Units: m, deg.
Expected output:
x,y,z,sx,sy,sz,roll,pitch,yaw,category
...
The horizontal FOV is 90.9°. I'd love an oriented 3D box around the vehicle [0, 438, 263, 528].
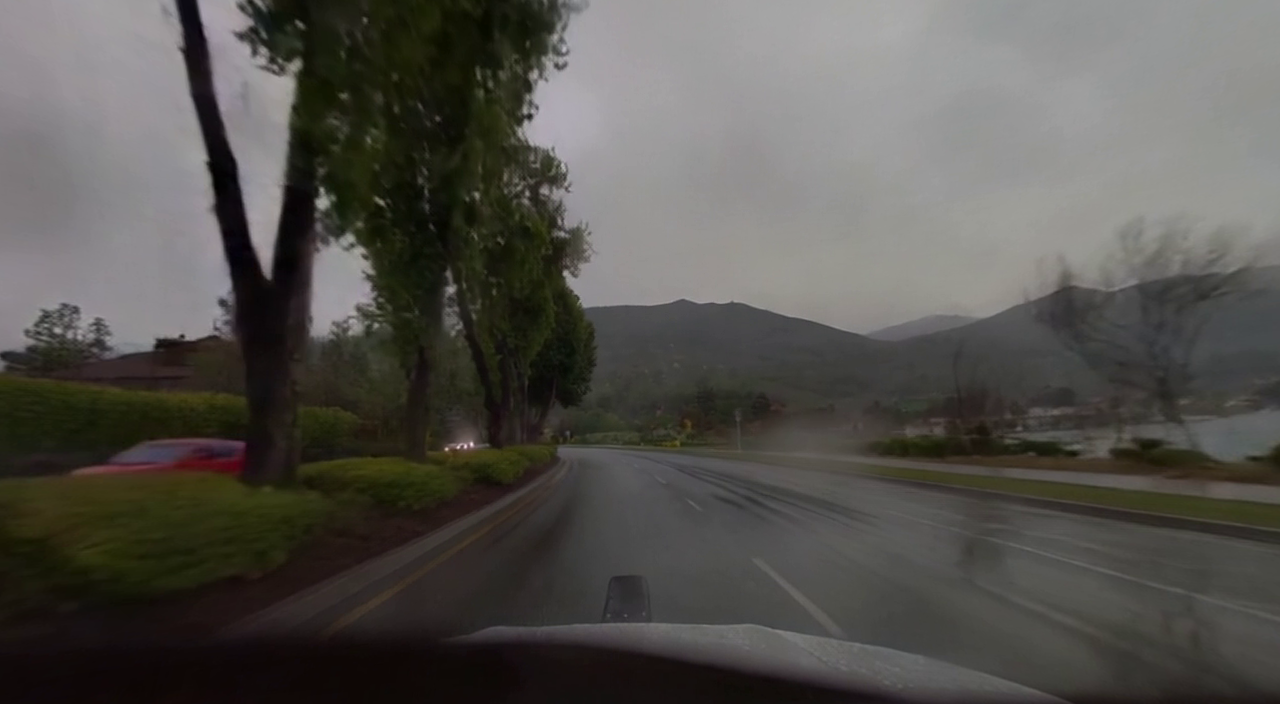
x,y,z,sx,sy,sz,roll,pitch,yaw,category
-9.980,2.538,12.841,2.055,1.471,4.317,0,-9,-2,vehicle
